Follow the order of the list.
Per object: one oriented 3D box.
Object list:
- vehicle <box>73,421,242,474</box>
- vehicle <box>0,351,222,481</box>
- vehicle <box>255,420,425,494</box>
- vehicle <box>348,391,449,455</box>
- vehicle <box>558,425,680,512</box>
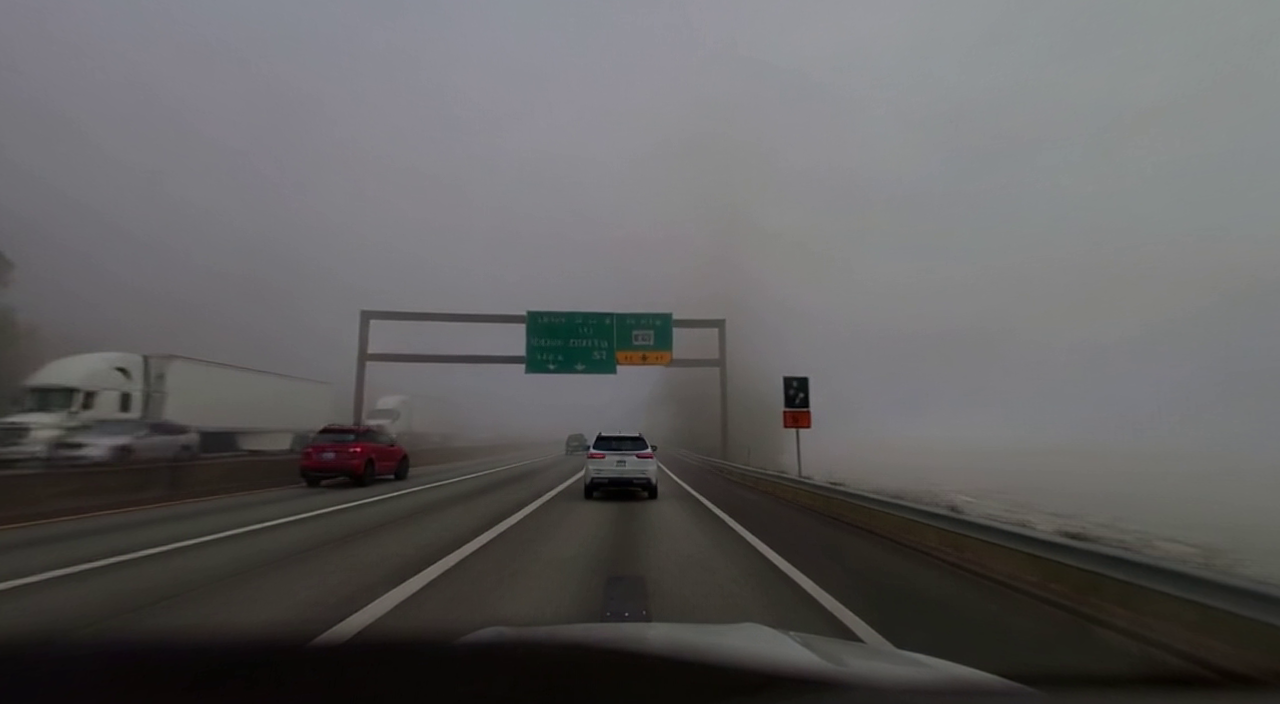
[{"bbox_3d":[-14.901,2.981,19.796,1.865,1.476,4.348,0,-8,0],"label":"vehicle"},{"bbox_3d":[-19.003,2.444,22.814,2.695,3.963,7.031,0,-8,-1],"label":"vehicle"},{"bbox_3d":[-7.633,2.719,16.656,2.325,1.663,4.426,0,-8,0],"label":"vehicle"},{"bbox_3d":[-15.280,4.730,40.790,3.034,3.627,9.026,0,-8,0],"label":"vehicle"},{"bbox_3d":[-0.368,2.361,13.299,2.127,1.497,4.445,0,-8,0],"label":"vehicle"}]
